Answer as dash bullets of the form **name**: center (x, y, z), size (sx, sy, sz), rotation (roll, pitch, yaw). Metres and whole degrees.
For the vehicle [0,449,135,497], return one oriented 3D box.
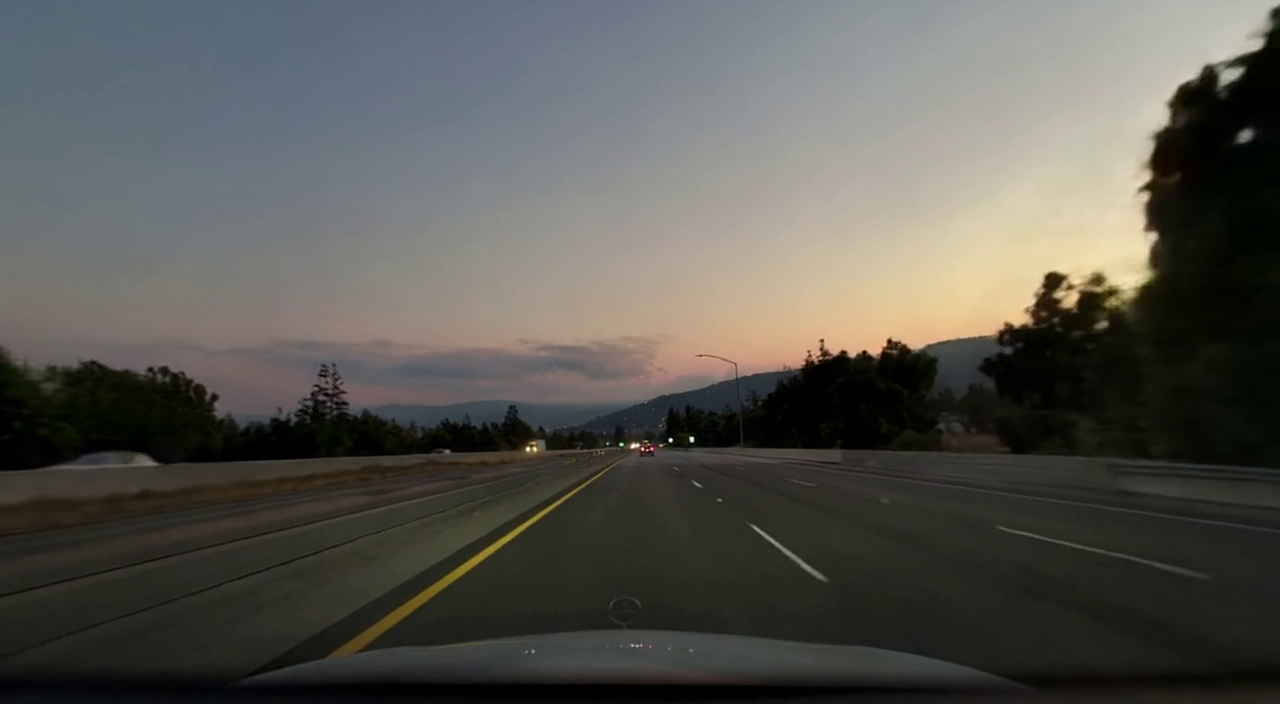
- **vehicle**: center (-24.416, 5.021, 26.564), size (2.123, 1.748, 4.902), rotation (-1, -8, 1)
